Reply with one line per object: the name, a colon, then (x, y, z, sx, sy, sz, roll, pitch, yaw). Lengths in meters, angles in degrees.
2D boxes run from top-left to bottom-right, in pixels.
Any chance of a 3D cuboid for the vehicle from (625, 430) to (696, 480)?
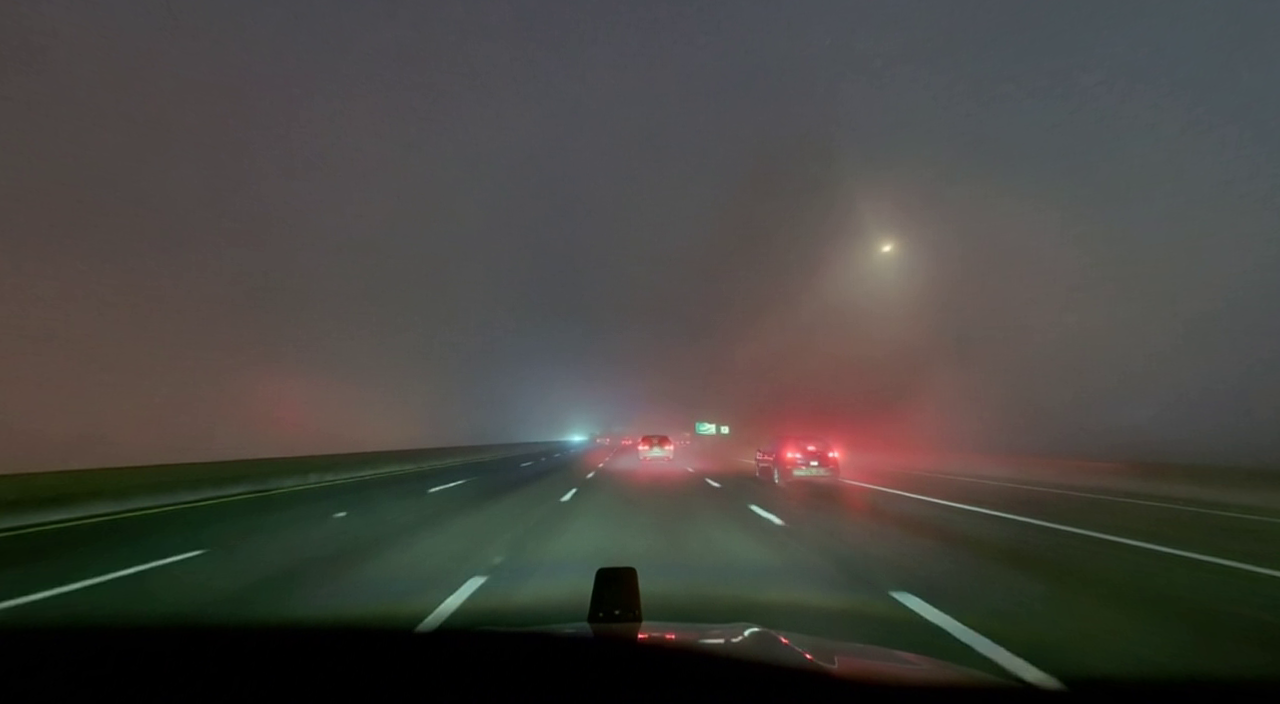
vehicle: (0.564, 3.299, 20.451, 2.046, 1.467, 3.844, 0, -8, -2)
